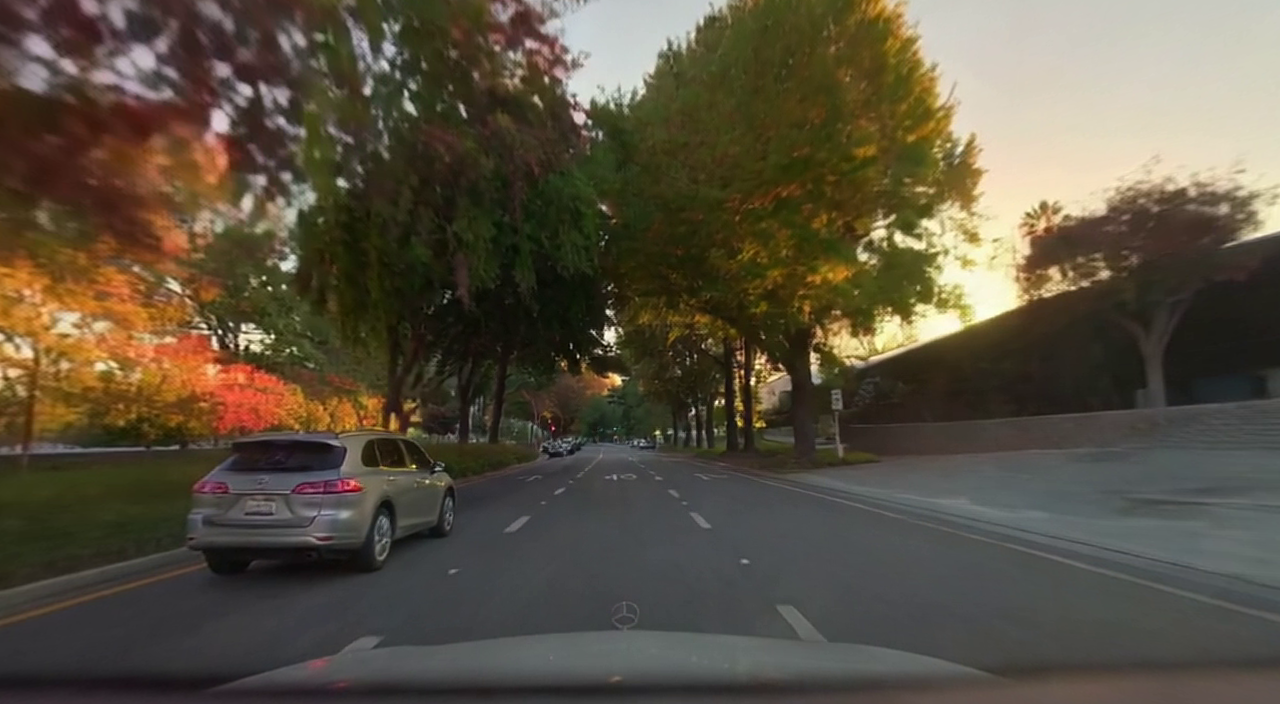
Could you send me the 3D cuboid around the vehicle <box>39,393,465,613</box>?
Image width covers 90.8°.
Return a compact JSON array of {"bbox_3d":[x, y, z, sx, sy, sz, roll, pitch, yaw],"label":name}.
[{"bbox_3d":[-3.672,1.508,7.289,2.067,1.700,4.561,0,-8,-1],"label":"vehicle"}]
